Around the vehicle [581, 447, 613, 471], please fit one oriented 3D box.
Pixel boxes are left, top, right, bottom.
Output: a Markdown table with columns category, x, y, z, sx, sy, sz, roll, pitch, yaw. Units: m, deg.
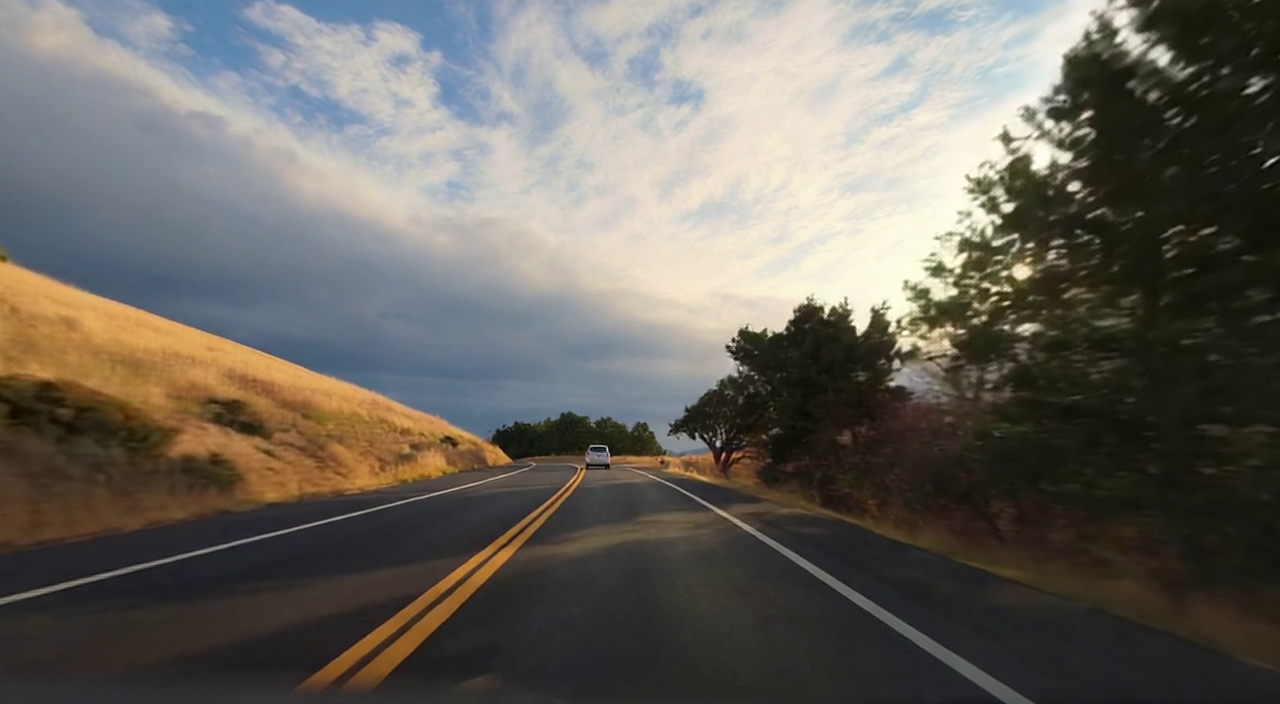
| category | x | y | z | sx | sy | sz | roll | pitch | yaw |
| --- | --- | --- | --- | --- | --- | --- | --- | --- | --- |
| vehicle | -3.390 | 8.241 | 49.000 | 2.195 | 1.749 | 4.260 | 1 | -9 | -8 |
